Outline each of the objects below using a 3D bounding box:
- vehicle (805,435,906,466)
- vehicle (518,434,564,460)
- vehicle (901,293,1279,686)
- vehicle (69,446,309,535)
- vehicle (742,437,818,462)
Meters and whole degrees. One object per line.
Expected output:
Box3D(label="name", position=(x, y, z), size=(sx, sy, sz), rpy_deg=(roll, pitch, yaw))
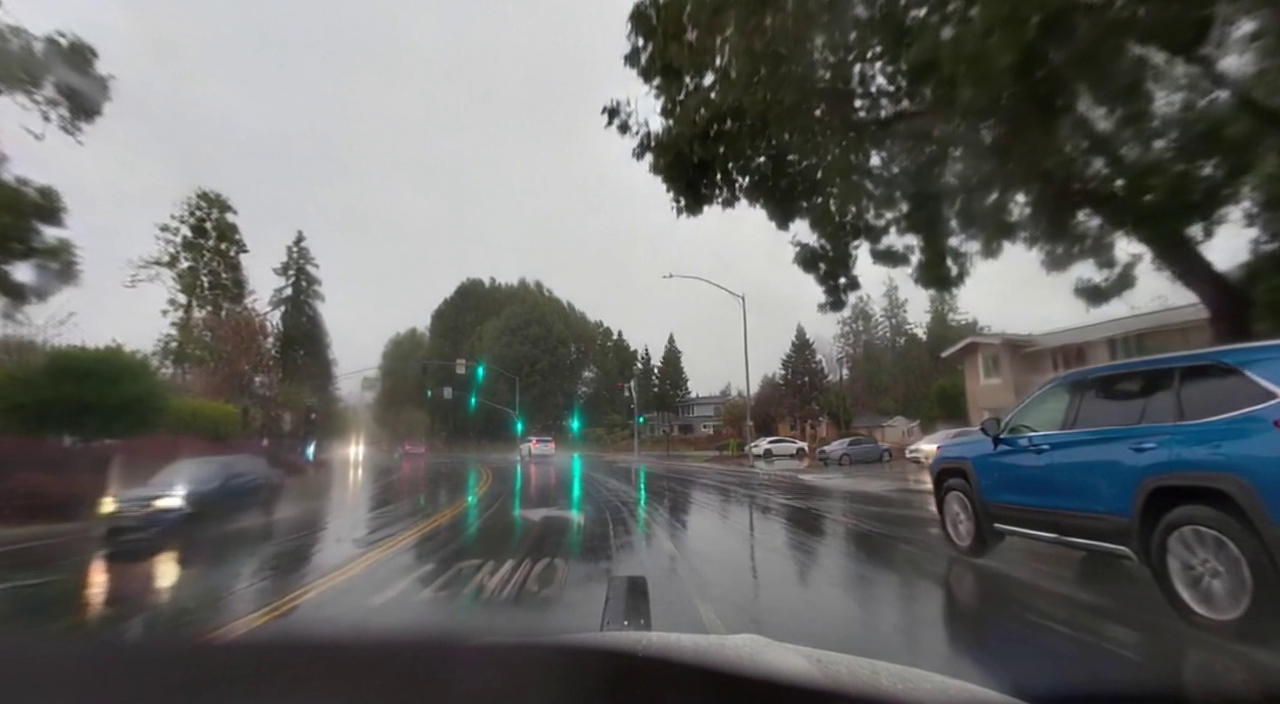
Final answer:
Box3D(label="vehicle", position=(10.844, 4.944, 31.740), size=(4.426, 1.461, 1.996), rpy_deg=(2, -9, -17))
Box3D(label="vehicle", position=(-7.067, 6.696, 44.562), size=(2.138, 1.729, 4.178), rpy_deg=(4, -9, -24))
Box3D(label="vehicle", position=(4.579, 1.024, 5.341), size=(2.338, 2.063, 5.592), rpy_deg=(0, -8, 0))
Box3D(label="vehicle", position=(-8.770, 2.670, 12.908), size=(2.090, 1.446, 4.483), rpy_deg=(1, -9, -8))
Box3D(label="vehicle", position=(8.783, 6.114, 39.717), size=(4.169, 1.527, 2.053), rpy_deg=(2, -9, -15))
